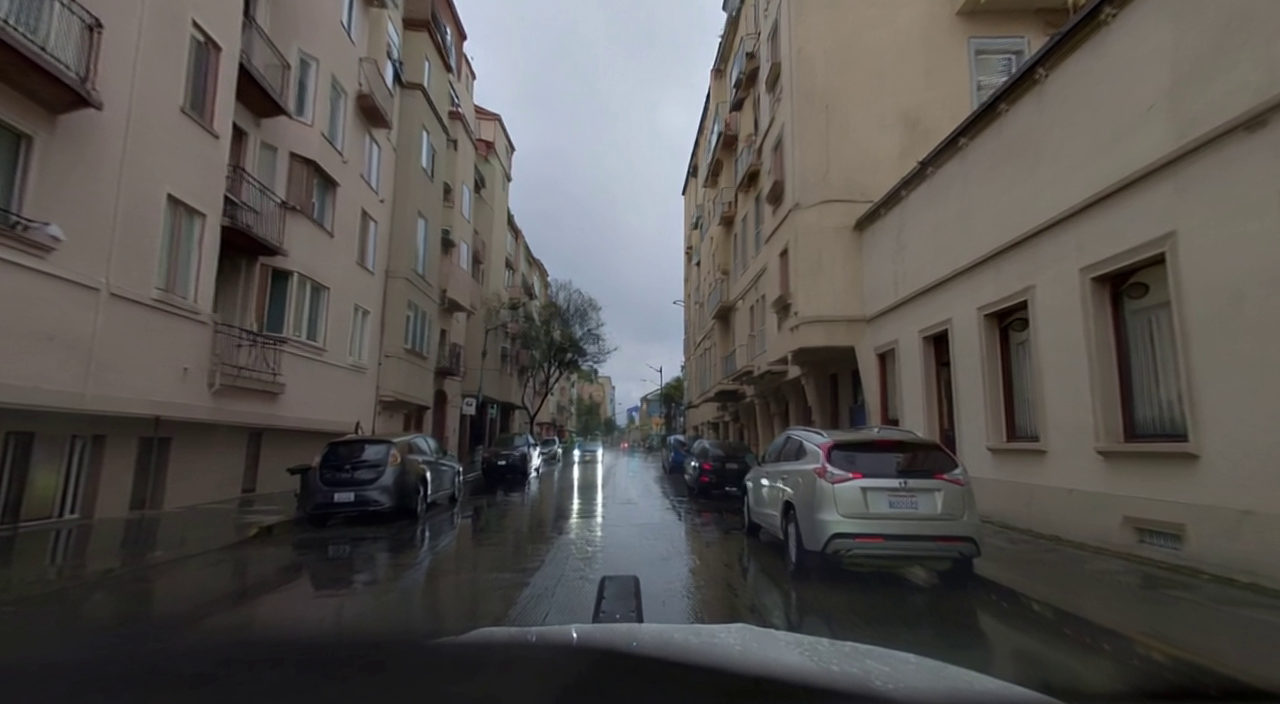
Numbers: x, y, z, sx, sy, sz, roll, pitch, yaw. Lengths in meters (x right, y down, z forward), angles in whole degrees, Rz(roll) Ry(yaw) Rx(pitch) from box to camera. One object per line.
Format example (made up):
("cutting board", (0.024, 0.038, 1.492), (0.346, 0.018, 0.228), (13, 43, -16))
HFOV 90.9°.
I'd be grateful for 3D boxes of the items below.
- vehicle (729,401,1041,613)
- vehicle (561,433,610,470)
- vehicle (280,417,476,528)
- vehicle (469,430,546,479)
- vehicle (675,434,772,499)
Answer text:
("vehicle", (2.245, 1.506, 7.073), (1.839, 1.678, 3.918), (0, -8, -1))
("vehicle", (-2.375, 4.414, 28.179), (1.845, 1.544, 3.388), (0, -8, 0))
("vehicle", (-4.549, 2.189, 11.800), (1.883, 1.499, 4.426), (6, -10, -3))
("vehicle", (-4.830, 3.809, 23.480), (1.942, 1.521, 3.761), (5, -9, 0))
("vehicle", (1.998, 2.871, 16.337), (1.786, 1.447, 4.314), (0, -8, -2))
